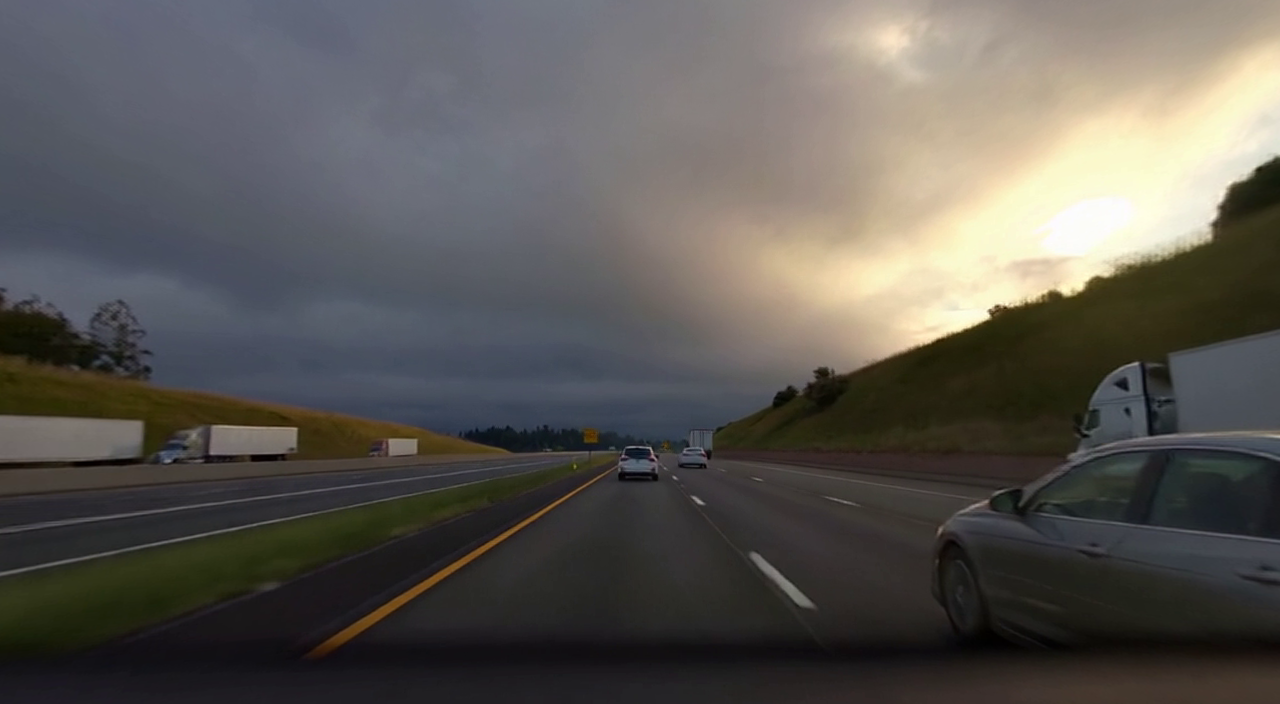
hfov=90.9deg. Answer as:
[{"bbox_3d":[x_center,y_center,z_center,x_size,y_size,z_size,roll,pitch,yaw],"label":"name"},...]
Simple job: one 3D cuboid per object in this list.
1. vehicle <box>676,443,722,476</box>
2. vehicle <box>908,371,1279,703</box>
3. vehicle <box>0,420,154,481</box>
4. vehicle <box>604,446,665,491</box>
[{"bbox_3d":[3.154,5.878,34.591,2.048,1.704,4.284,0,-9,0],"label":"vehicle"},{"bbox_3d":[3.015,0.890,2.320,1.997,1.534,4.664,0,-9,0],"label":"vehicle"},{"bbox_3d":[-36.056,5.695,36.768,2.901,3.250,16.142,-2,-7,-1],"label":"vehicle"},{"bbox_3d":[-0.174,4.087,22.353,1.970,1.441,3.846,0,-9,0],"label":"vehicle"}]
